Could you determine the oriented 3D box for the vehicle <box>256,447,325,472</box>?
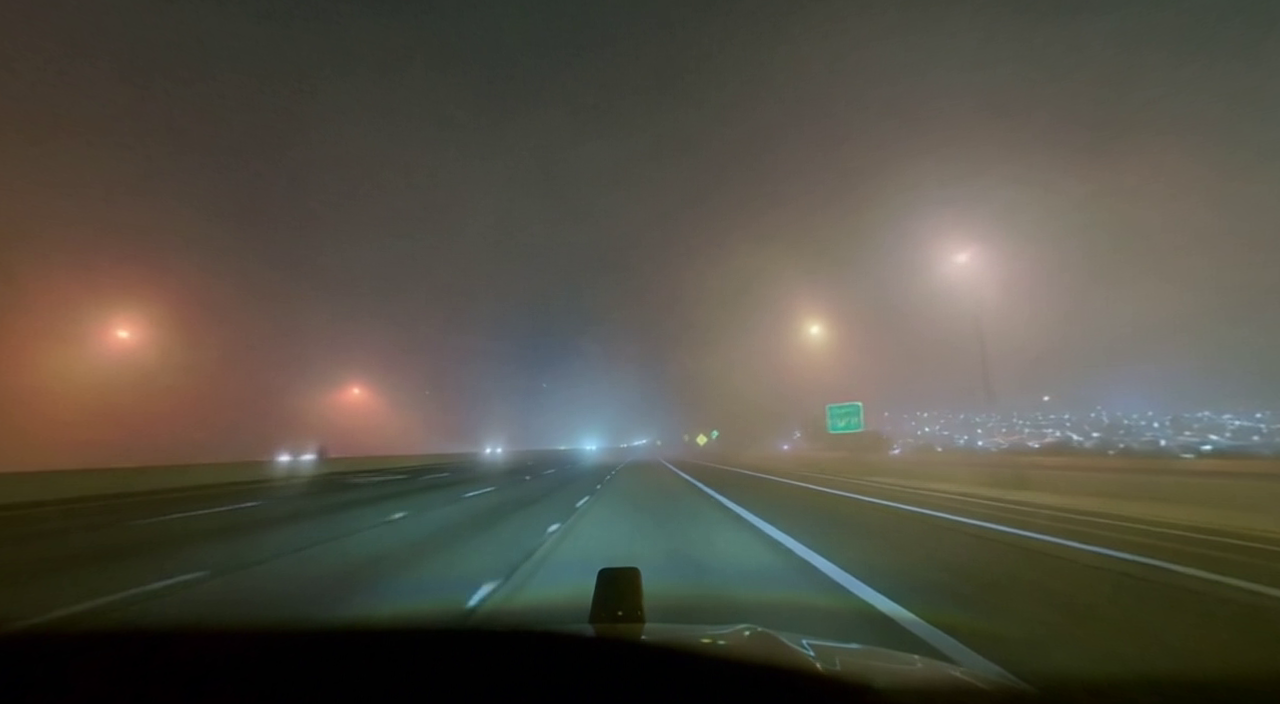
[{"bbox_3d":[-22.702,6.970,41.084,1.836,1.517,4.426,0,-9,2],"label":"vehicle"}]
